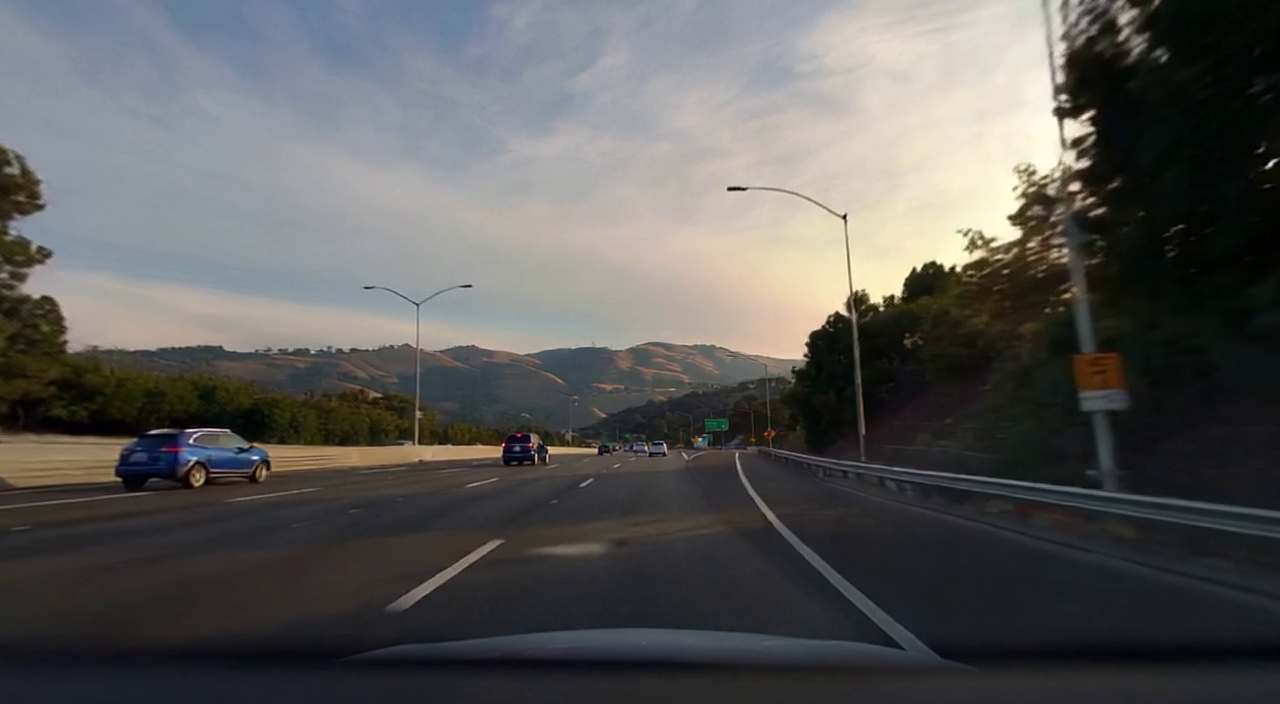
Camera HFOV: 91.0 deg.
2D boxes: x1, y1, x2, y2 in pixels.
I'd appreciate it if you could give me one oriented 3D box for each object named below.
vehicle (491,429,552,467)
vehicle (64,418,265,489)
[{"bbox_3d":[-6.369,5.266,34.554,2.219,1.947,4.924,0,-9,2],"label":"vehicle"},{"bbox_3d":[-13.766,2.998,18.773,2.079,1.822,4.893,0,-9,1],"label":"vehicle"}]
